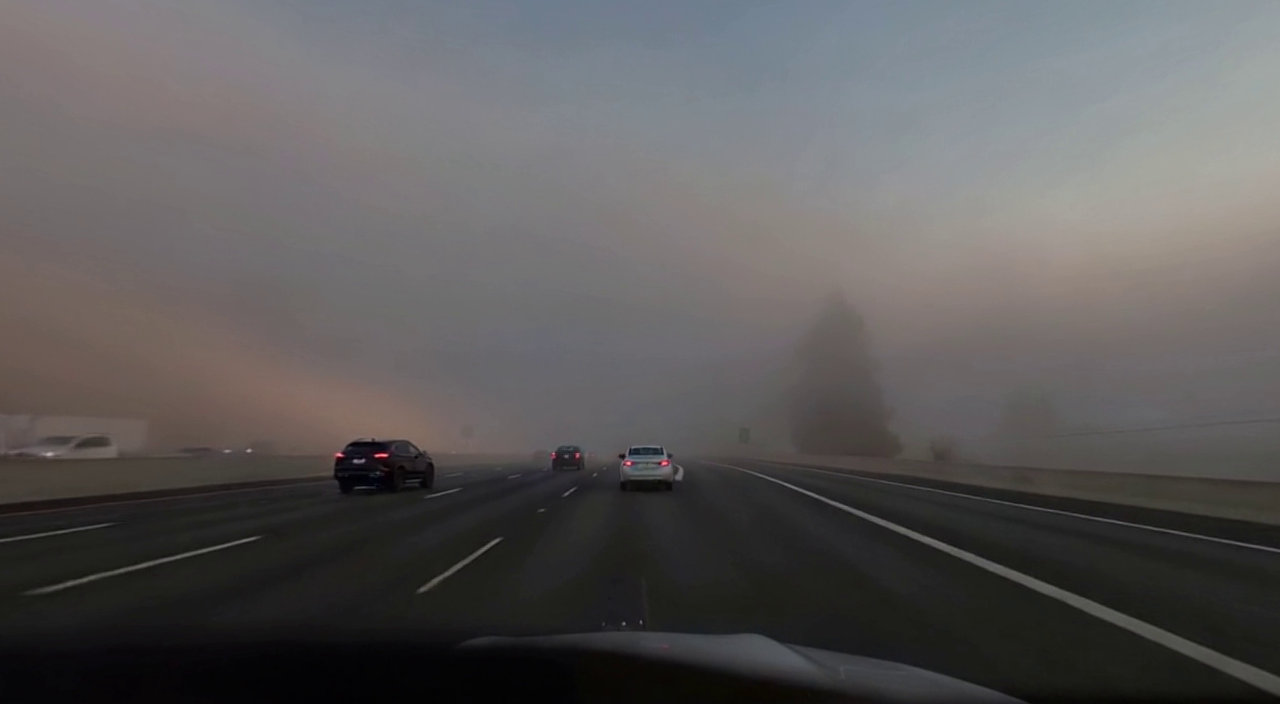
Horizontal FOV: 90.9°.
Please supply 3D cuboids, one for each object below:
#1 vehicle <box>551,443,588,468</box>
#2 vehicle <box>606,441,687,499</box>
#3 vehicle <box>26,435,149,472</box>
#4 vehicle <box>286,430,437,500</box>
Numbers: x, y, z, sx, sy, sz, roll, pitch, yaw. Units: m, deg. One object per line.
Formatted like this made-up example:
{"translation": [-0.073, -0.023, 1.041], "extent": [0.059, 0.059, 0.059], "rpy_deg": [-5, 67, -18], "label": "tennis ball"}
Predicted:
{"translation": [-5.153, 7.581, 46.424], "extent": [2.289, 1.777, 4.534], "rpy_deg": [0, -8, -1], "label": "vehicle"}
{"translation": [0.099, 3.359, 18.386], "extent": [2.082, 1.482, 4.126], "rpy_deg": [0, -8, -2], "label": "vehicle"}
{"translation": [-31.518, 5.799, 36.285], "extent": [2.198, 1.939, 5.613], "rpy_deg": [0, -8, -3], "label": "vehicle"}
{"translation": [-7.994, 3.296, 18.790], "extent": [2.206, 1.788, 4.914], "rpy_deg": [0, -8, 0], "label": "vehicle"}
